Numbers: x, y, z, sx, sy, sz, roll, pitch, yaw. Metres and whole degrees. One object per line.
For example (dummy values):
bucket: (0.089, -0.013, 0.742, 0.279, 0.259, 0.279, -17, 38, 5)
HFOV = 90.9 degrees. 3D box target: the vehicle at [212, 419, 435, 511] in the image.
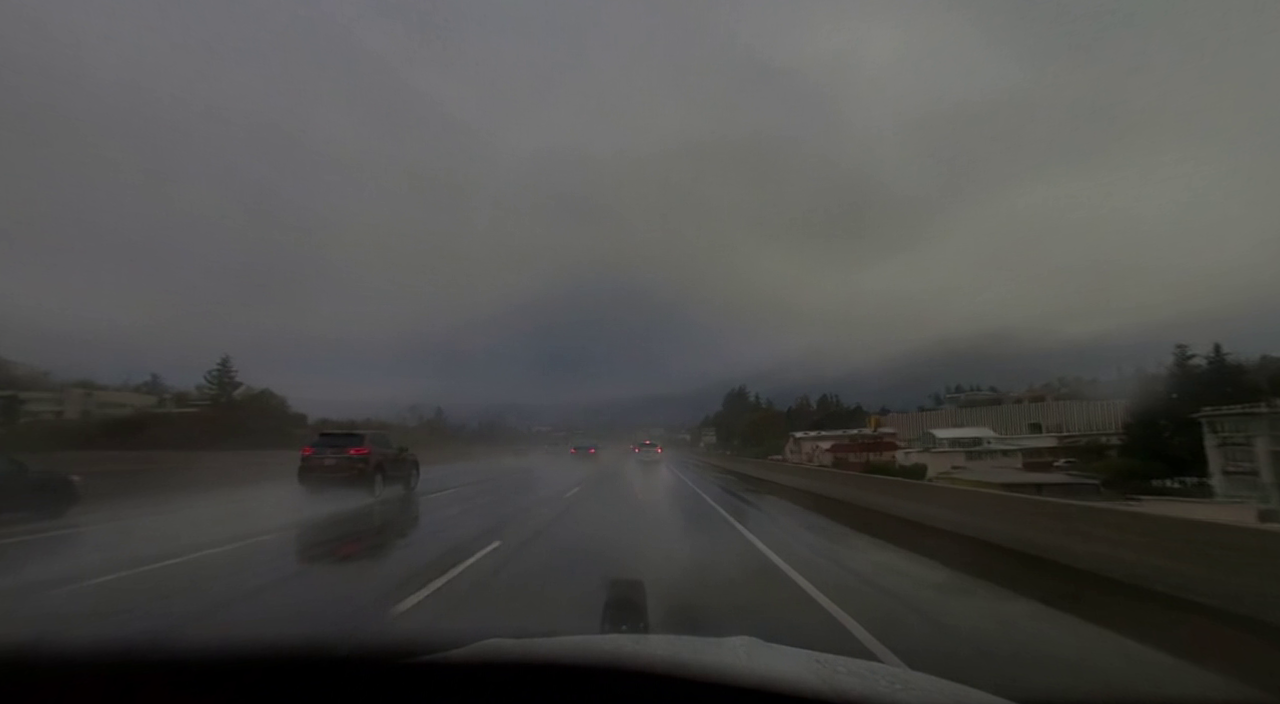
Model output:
vehicle: (-7.594, 2.791, 16.207, 2.521, 1.901, 5.988, 0, -8, 1)

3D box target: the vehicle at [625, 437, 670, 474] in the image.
vehicle: (0.329, 5.216, 31.999, 2.135, 1.697, 4.757, 0, -8, 0)

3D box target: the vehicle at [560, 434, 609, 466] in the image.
vehicle: (-3.687, 6.704, 43.410, 2.751, 2.050, 5.761, 0, -8, 1)
